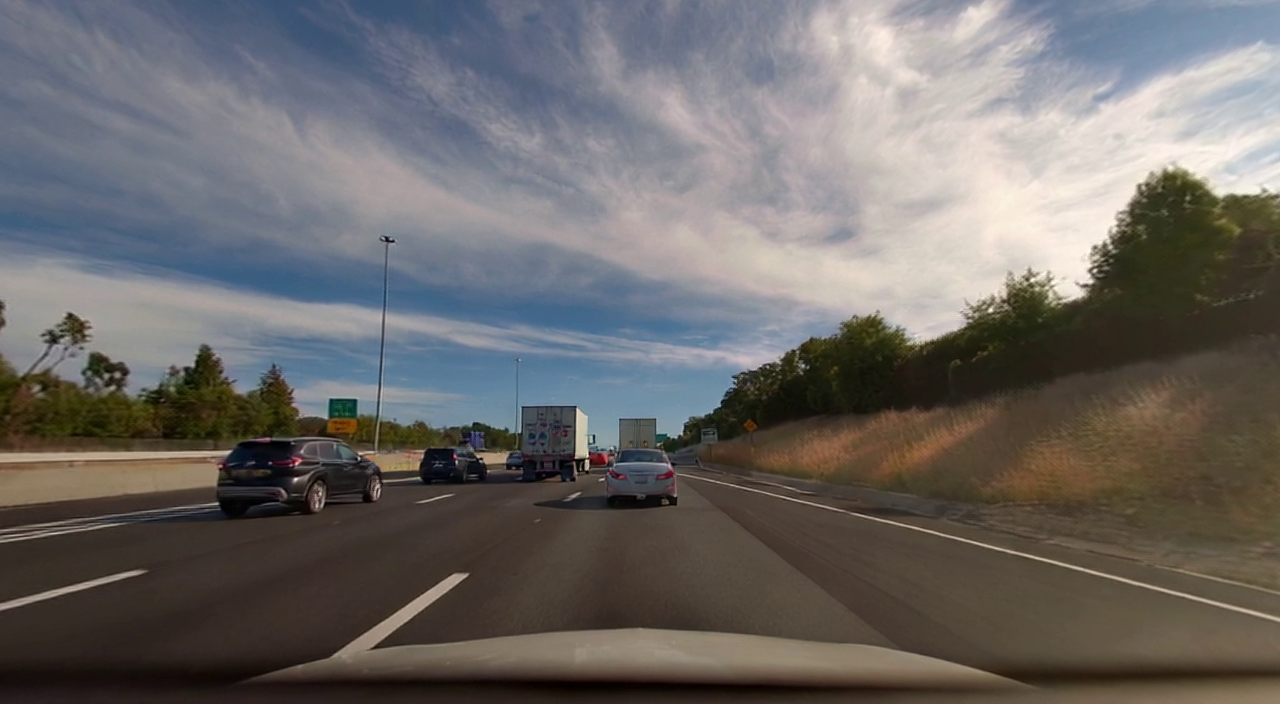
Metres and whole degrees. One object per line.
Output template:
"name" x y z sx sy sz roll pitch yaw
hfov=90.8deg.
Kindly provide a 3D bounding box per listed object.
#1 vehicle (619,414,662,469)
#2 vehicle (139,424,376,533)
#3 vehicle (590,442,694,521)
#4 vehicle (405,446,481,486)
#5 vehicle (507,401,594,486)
"vehicle" 0.018 6.985 49.074 3.072 3.947 6.976 0 -9 0
"vehicle" -7.206 2.413 12.576 1.952 1.746 4.332 -1 -9 1
"vehicle" 0.017 2.774 13.981 1.995 1.495 3.380 0 -9 -1
"vehicle" -8.079 4.689 26.218 1.880 1.512 3.758 -1 -9 1
"vehicle" -3.832 4.220 28.948 2.812 3.342 7.248 -1 -9 1
